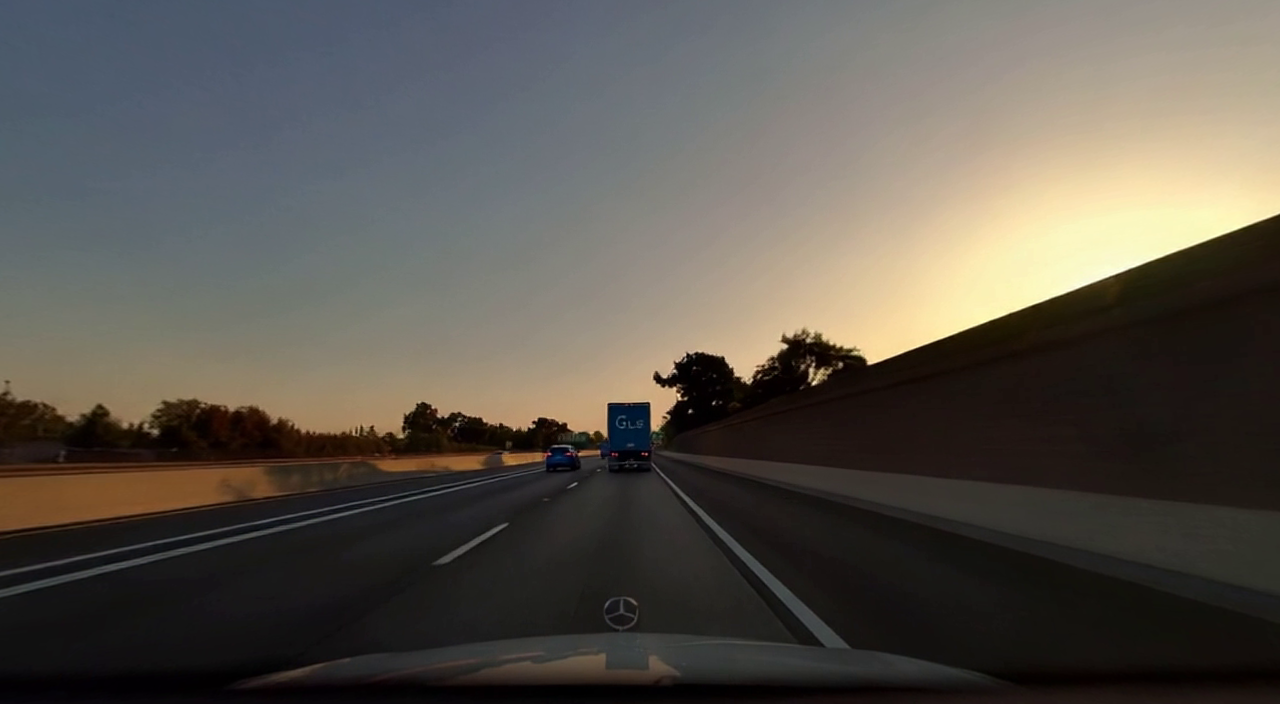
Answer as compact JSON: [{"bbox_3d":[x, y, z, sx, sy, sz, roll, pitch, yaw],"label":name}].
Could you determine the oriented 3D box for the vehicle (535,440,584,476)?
[{"bbox_3d":[-4.722,6.311,37.660,2.226,1.935,5.130,0,-9,0],"label":"vehicle"}]

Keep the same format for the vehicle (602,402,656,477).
[{"bbox_3d":[-0.670,5.475,38.947,2.923,4.007,9.760,0,-9,-1],"label":"vehicle"}]
